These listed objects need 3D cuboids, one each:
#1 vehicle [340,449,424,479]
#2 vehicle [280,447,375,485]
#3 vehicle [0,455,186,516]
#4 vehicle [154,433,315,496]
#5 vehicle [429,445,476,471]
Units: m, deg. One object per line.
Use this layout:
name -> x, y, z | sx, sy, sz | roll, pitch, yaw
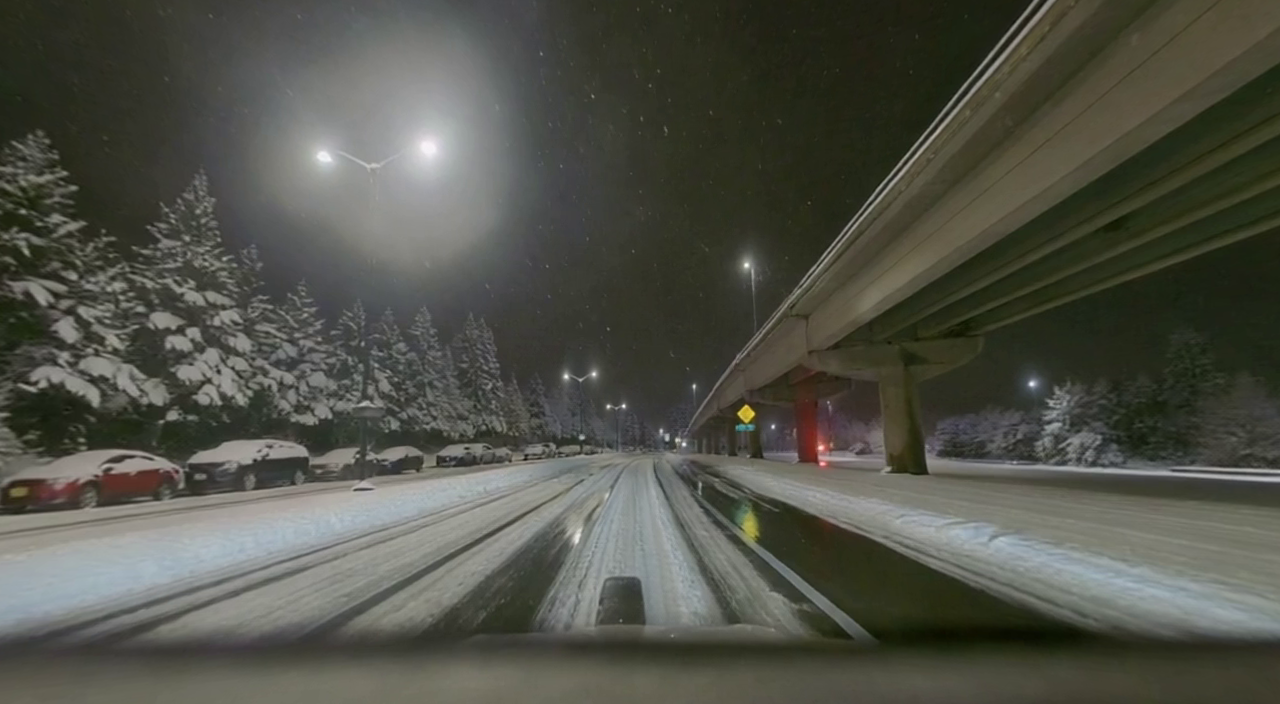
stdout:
vehicle -> -13.896, 6.047, 34.467 | 2.155, 1.477, 5.369 | -1, -8, 3
vehicle -> -13.976, 5.114, 28.597 | 1.908, 1.559, 4.301 | 0, -9, 3
vehicle -> -14.654, 3.458, 16.853 | 1.875, 1.353, 4.075 | 1, -9, 2
vehicle -> -14.397, 4.080, 22.963 | 2.074, 1.910, 5.314 | 3, -10, 2
vehicle -> -13.391, 7.571, 45.395 | 1.903, 1.703, 4.346 | 1, -9, 1
